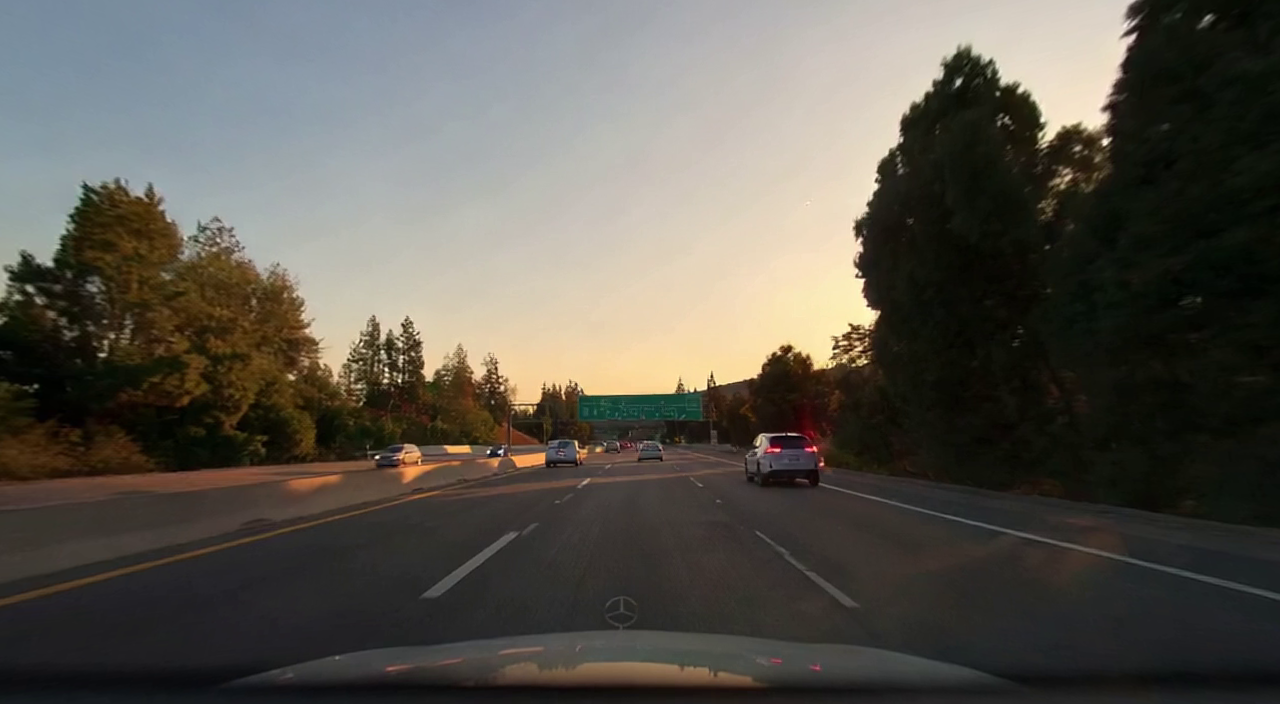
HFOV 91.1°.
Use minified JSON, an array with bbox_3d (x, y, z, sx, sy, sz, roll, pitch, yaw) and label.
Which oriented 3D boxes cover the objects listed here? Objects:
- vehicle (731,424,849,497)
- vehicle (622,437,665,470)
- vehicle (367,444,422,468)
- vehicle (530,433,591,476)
[{"bbox_3d":[3.865,2.874,17.071,2.025,1.707,4.279,0,-8,-2],"label":"vehicle"},{"bbox_3d":[0.195,5.119,31.774,2.049,1.542,3.816,0,-8,1],"label":"vehicle"},{"bbox_3d":[-17.149,7.277,44.116,1.787,1.517,4.537,-1,-8,4],"label":"vehicle"},{"bbox_3d":[-3.330,4.374,27.126,2.044,1.682,4.201,0,-8,1],"label":"vehicle"}]
